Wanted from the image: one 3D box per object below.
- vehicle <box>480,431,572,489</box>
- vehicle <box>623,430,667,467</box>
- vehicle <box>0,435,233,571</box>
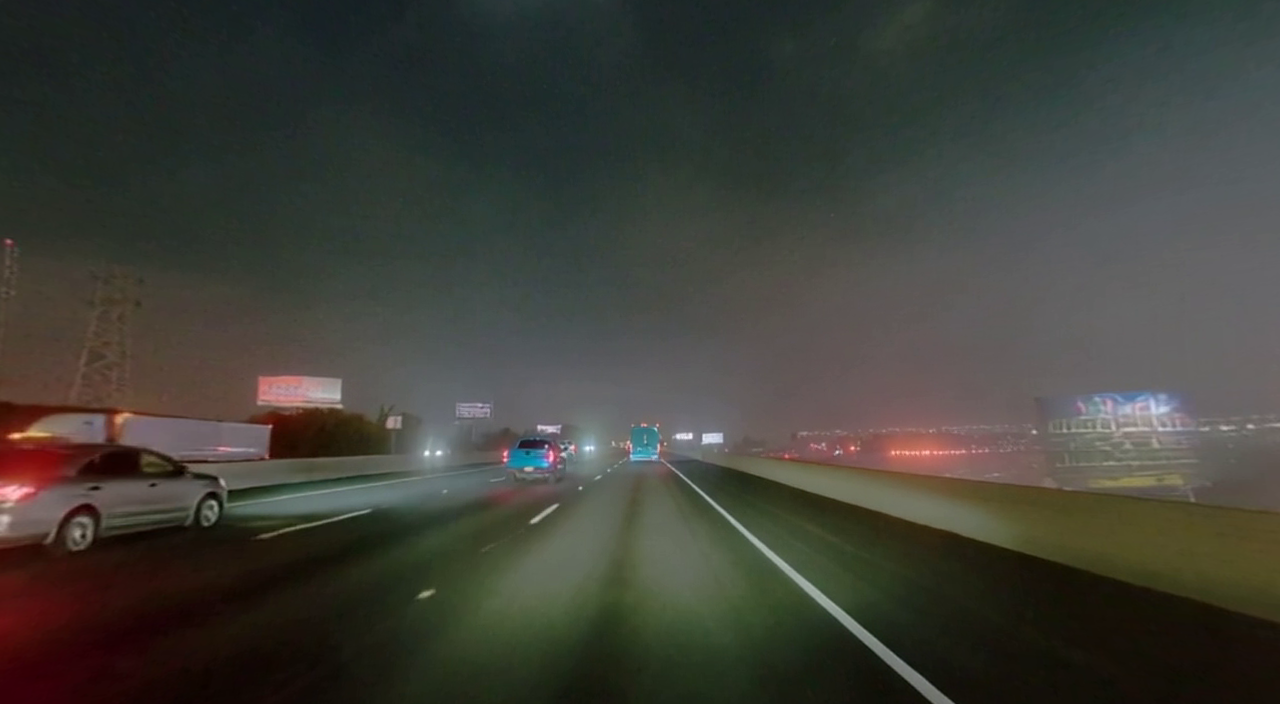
[{"bbox_3d":[-3.718,3.634,21.485,2.145,1.730,4.729,0,-8,1],"label":"vehicle"},{"bbox_3d":[0.282,6.327,41.301,2.692,2.279,5.695,0,-8,0],"label":"vehicle"},{"bbox_3d":[-7.963,1.863,8.367,1.941,1.475,4.597,0,-8,1],"label":"vehicle"}]
